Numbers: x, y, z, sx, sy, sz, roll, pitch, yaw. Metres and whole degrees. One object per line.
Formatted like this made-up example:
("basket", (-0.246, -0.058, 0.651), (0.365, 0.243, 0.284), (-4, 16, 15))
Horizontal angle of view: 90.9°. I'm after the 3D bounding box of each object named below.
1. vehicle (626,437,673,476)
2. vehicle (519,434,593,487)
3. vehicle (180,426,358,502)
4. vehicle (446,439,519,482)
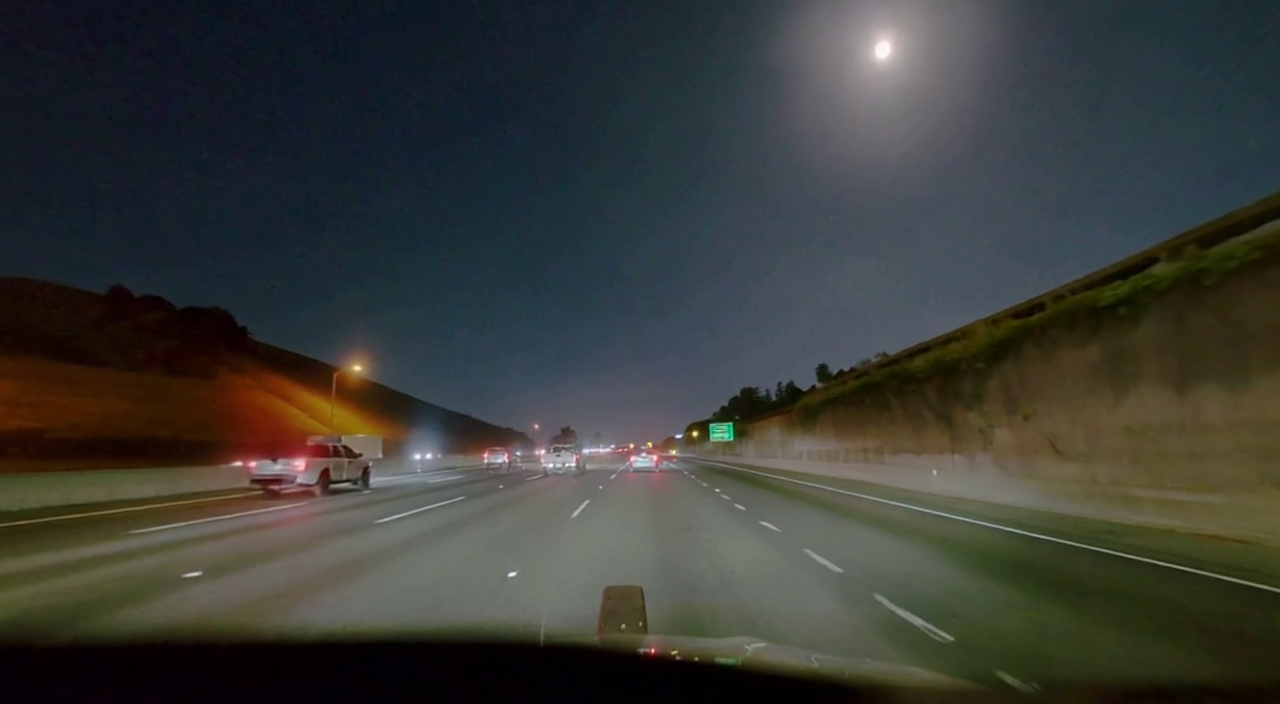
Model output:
("vehicle", (0.434, 5.262, 31.830), (2.233, 1.804, 4.273), (0, -9, 0))
("vehicle", (-3.084, 4.087, 24.109), (2.093, 1.820, 4.506), (0, -9, 1))
("vehicle", (-10.757, 3.297, 18.932), (2.054, 1.933, 5.247), (0, -9, 1))
("vehicle", (-6.812, 4.725, 27.789), (2.059, 1.745, 4.239), (0, -9, 1))
